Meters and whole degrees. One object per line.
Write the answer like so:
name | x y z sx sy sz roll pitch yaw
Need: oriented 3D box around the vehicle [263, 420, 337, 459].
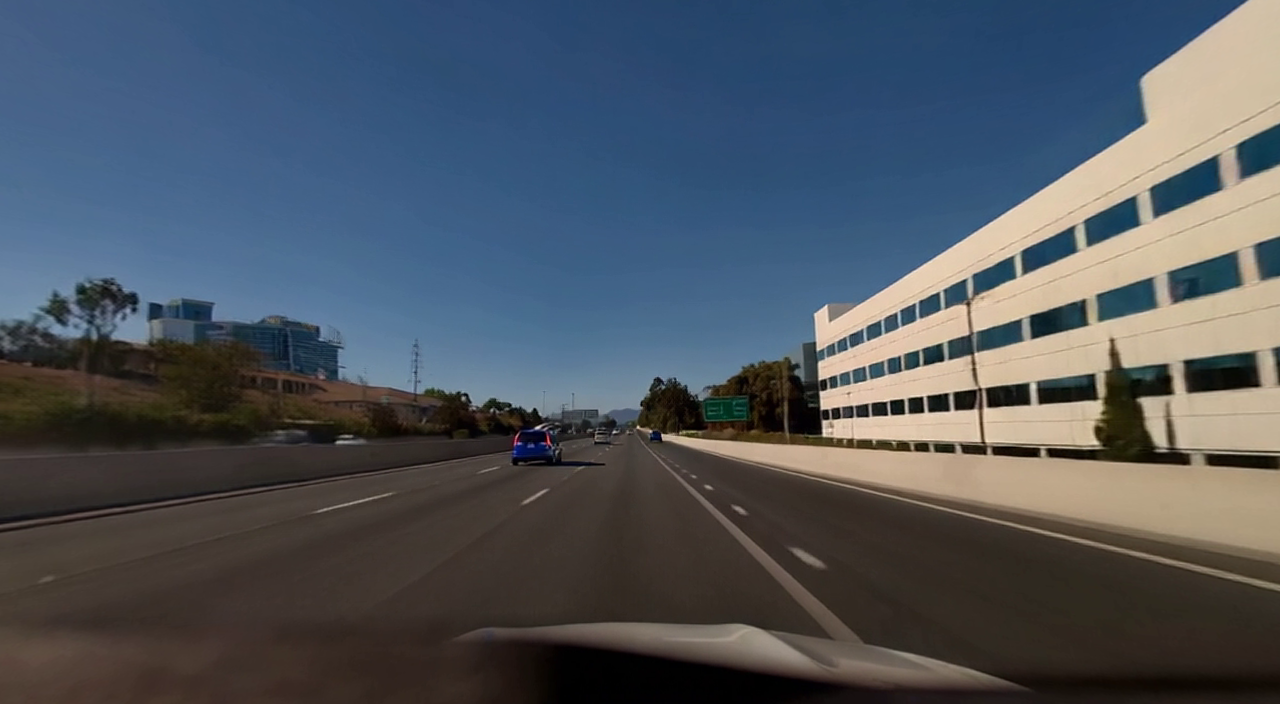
vehicle | -25.095 6.500 46.725 2.452 2.744 5.443 0 -8 -1

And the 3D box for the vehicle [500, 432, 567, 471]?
vehicle | -4.351 4.141 26.435 1.996 1.490 4.571 0 -8 0

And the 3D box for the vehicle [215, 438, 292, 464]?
vehicle | -24.939 6.399 40.769 1.863 1.561 4.871 0 -8 0
